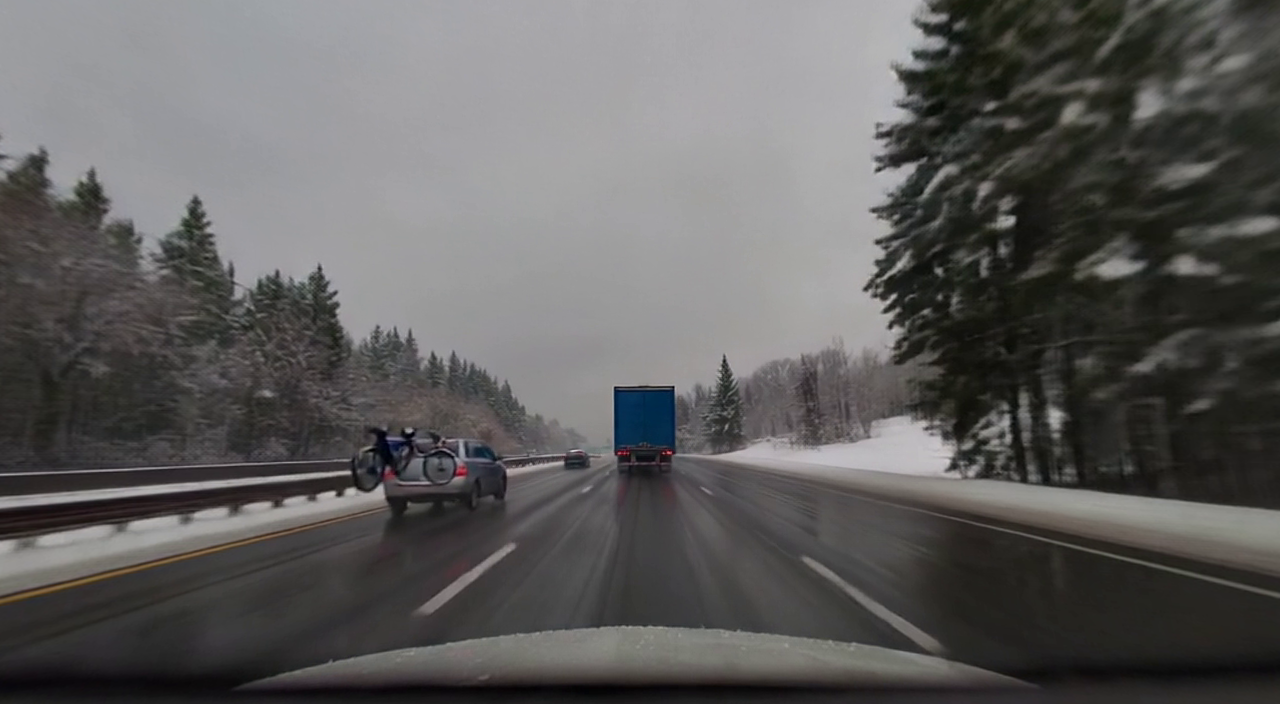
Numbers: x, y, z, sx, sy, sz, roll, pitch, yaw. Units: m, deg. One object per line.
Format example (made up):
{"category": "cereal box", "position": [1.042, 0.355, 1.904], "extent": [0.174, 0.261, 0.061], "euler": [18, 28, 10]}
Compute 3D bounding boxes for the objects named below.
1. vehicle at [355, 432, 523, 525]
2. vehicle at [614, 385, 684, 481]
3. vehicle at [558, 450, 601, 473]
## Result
{"category": "vehicle", "position": [-4.031, 2.624, 13.630], "extent": [2.018, 1.632, 4.722], "euler": [0, -9, 1]}
{"category": "vehicle", "position": [0.451, 3.952, 29.989], "extent": [2.821, 3.878, 8.925], "euler": [0, -9, 1]}
{"category": "vehicle", "position": [-3.840, 7.065, 40.822], "extent": [2.133, 1.358, 4.870], "euler": [0, -9, 2]}
